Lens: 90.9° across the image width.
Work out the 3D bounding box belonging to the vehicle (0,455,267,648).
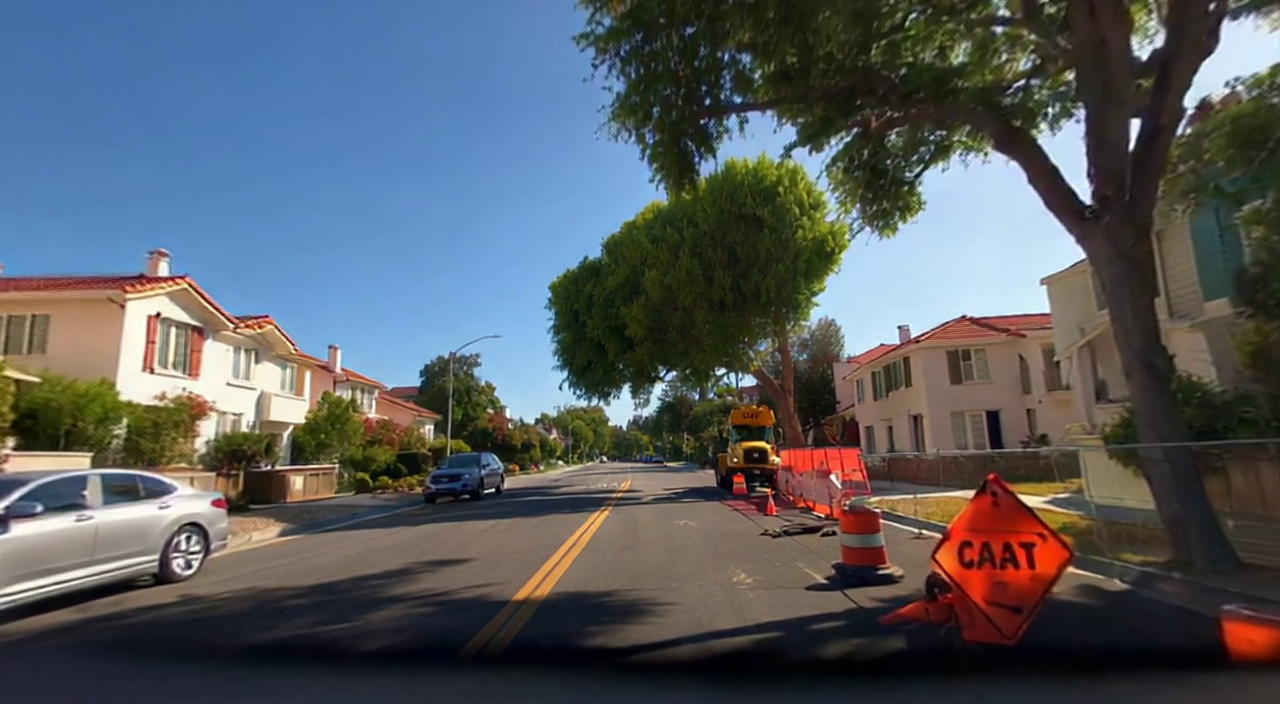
[{"bbox_3d":[-6.482,1.964,6.746,1.974,1.479,4.888,0,-7,1],"label":"vehicle"}]

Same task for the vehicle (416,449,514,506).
[{"bbox_3d":[-6.410,4.610,23.735,2.220,1.765,4.799,0,-7,1],"label":"vehicle"}]

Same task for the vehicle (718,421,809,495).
[{"bbox_3d":[4.670,4.075,24.541,2.501,2.613,3.505,1,-9,-6],"label":"vehicle"}]
